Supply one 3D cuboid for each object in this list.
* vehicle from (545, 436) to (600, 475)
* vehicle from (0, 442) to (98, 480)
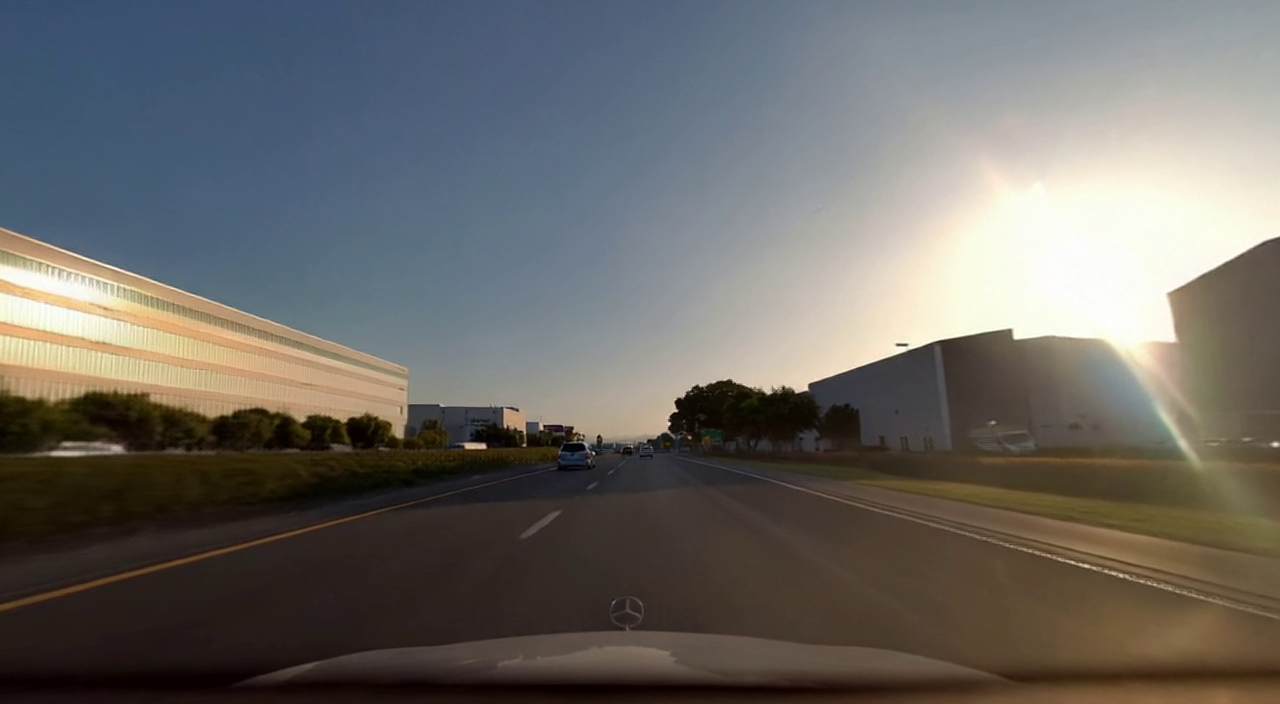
[{"bbox_3d":[-3.431,5.421,33.172,2.218,1.850,4.774,0,-9,2],"label":"vehicle"},{"bbox_3d":[-31.843,5.735,33.334,1.965,1.839,4.751,0,-9,1],"label":"vehicle"}]
